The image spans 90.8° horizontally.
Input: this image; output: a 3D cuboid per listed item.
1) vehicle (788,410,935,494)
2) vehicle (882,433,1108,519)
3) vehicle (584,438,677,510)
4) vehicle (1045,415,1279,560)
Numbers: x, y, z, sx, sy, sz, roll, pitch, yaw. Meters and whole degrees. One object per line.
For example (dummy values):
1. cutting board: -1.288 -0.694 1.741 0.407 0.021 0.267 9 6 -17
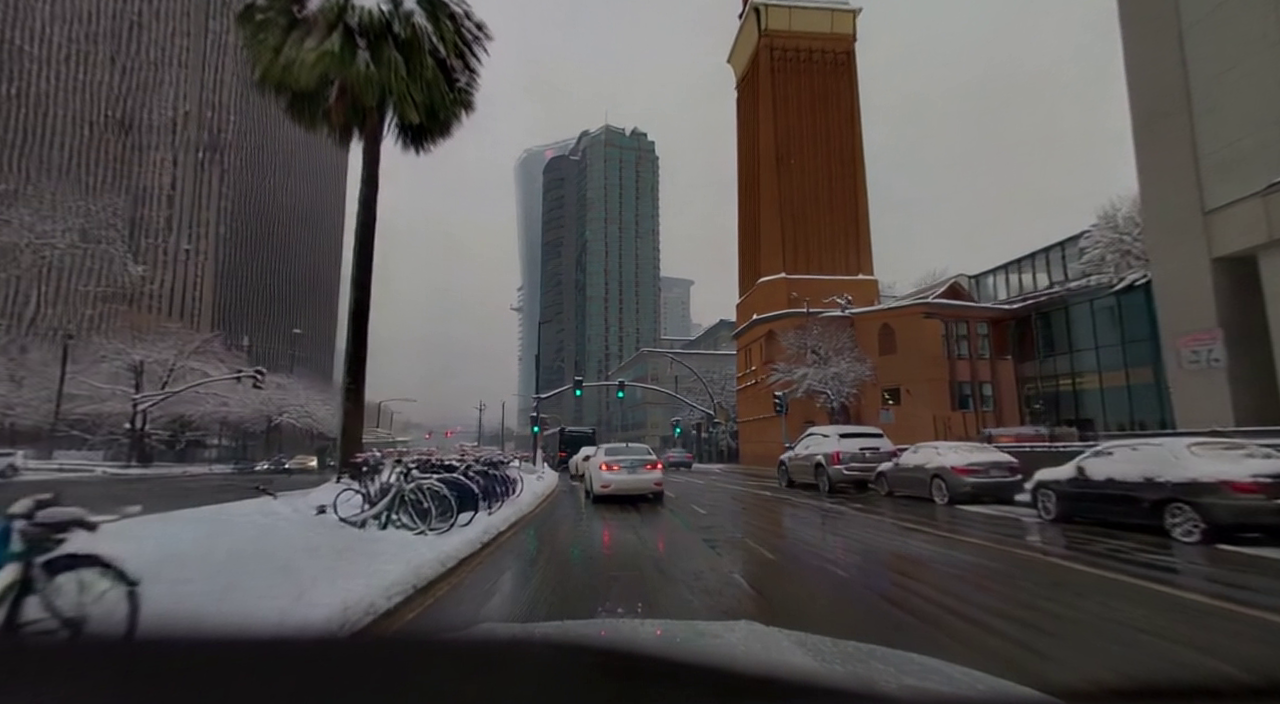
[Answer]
1. vehicle: 7.185 3.368 21.418 2.377 2.429 5.532 1 -9 -7
2. vehicle: 7.877 2.782 14.786 1.945 1.623 5.013 1 -9 -6
3. vehicle: -0.383 3.057 16.302 2.111 1.605 3.832 1 -9 -5
4. vehicle: 8.345 1.864 9.190 1.860 1.684 4.211 0 -9 -4
